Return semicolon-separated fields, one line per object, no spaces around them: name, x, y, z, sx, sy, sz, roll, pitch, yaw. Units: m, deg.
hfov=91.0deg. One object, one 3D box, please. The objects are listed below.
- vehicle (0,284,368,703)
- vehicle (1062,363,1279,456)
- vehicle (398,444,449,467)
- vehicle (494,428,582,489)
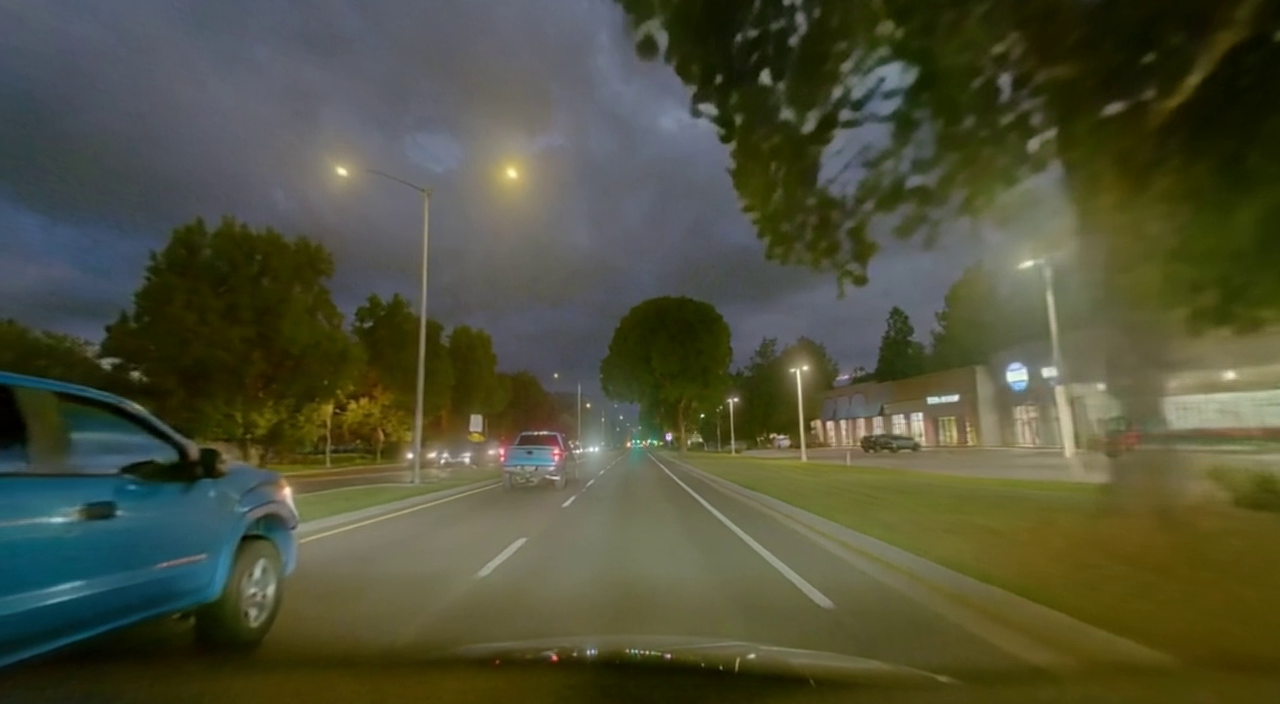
vehicle;-3.207;0.693;2.049;2.277;1.801;5.250;0;-8;0
vehicle;26.085;2.940;29.308;2.948;3.576;13.937;1;-8;-2
vehicle;-14.928;7.127;43.658;2.047;1.489;4.216;0;-8;1
vehicle;-3.281;3.576;21.510;2.065;1.790;5.417;0;-8;1
